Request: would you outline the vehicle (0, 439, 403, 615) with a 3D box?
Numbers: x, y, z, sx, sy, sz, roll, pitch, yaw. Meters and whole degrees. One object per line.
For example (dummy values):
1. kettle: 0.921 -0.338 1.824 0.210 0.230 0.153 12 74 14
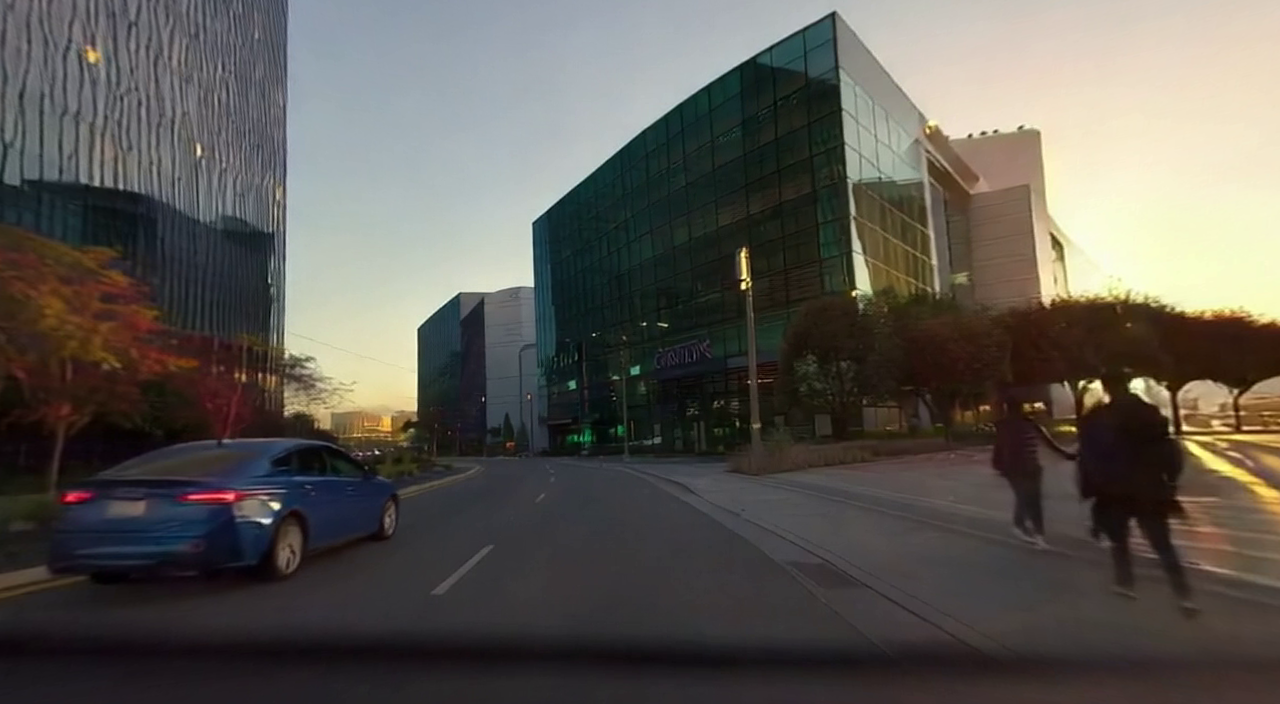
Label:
1. vehicle: -4.799 1.853 7.745 2.045 1.479 4.616 0 -9 -1
